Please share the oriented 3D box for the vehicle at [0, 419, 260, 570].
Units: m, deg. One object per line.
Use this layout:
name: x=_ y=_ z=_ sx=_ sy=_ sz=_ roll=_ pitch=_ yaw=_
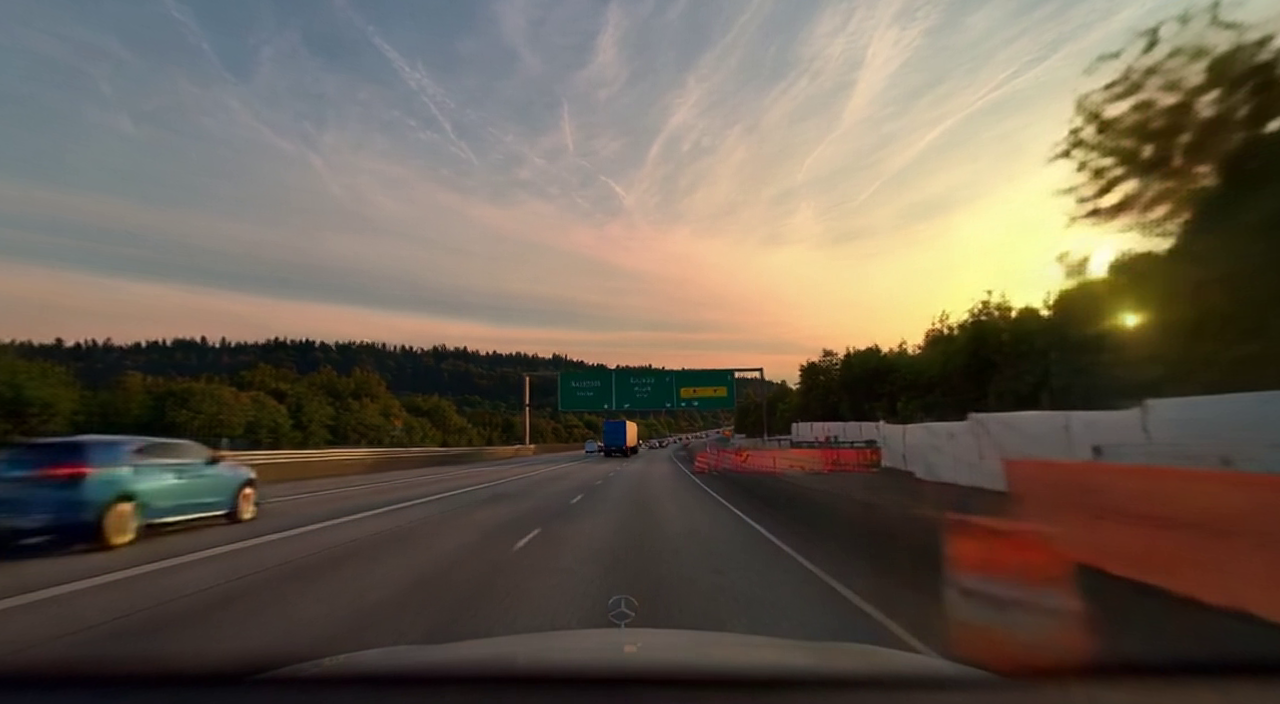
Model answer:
vehicle: x=-7.451 y=1.820 z=8.661 sx=1.893 sy=1.566 sz=4.051 roll=0 pitch=-9 yaw=0
